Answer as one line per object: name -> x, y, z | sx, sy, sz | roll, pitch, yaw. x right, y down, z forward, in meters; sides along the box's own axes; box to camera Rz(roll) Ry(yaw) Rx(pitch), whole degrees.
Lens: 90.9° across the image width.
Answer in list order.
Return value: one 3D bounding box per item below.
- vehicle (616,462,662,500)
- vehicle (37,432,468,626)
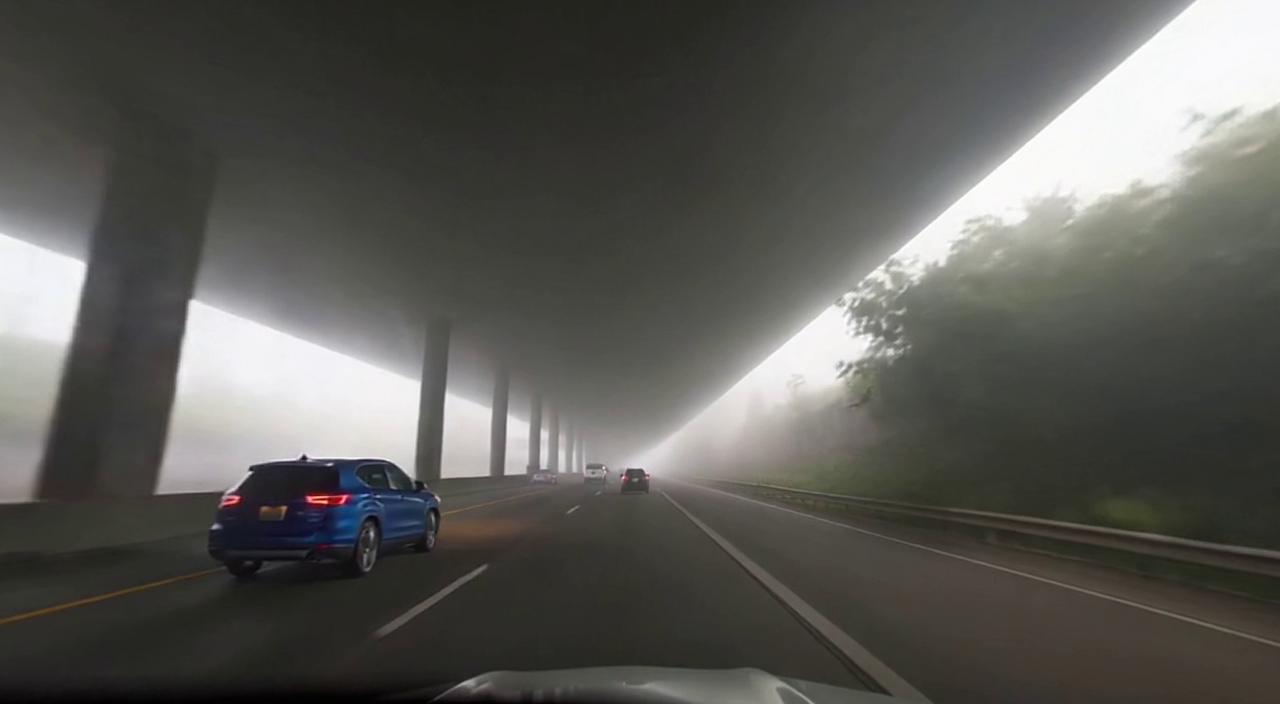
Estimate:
vehicle -> -0.093, 6.018, 29.479 | 1.992, 1.601, 3.762 | 1, -11, -1
vehicle -> -3.774, 1.869, 7.496 | 2.102, 1.521, 4.687 | 1, -11, 0
